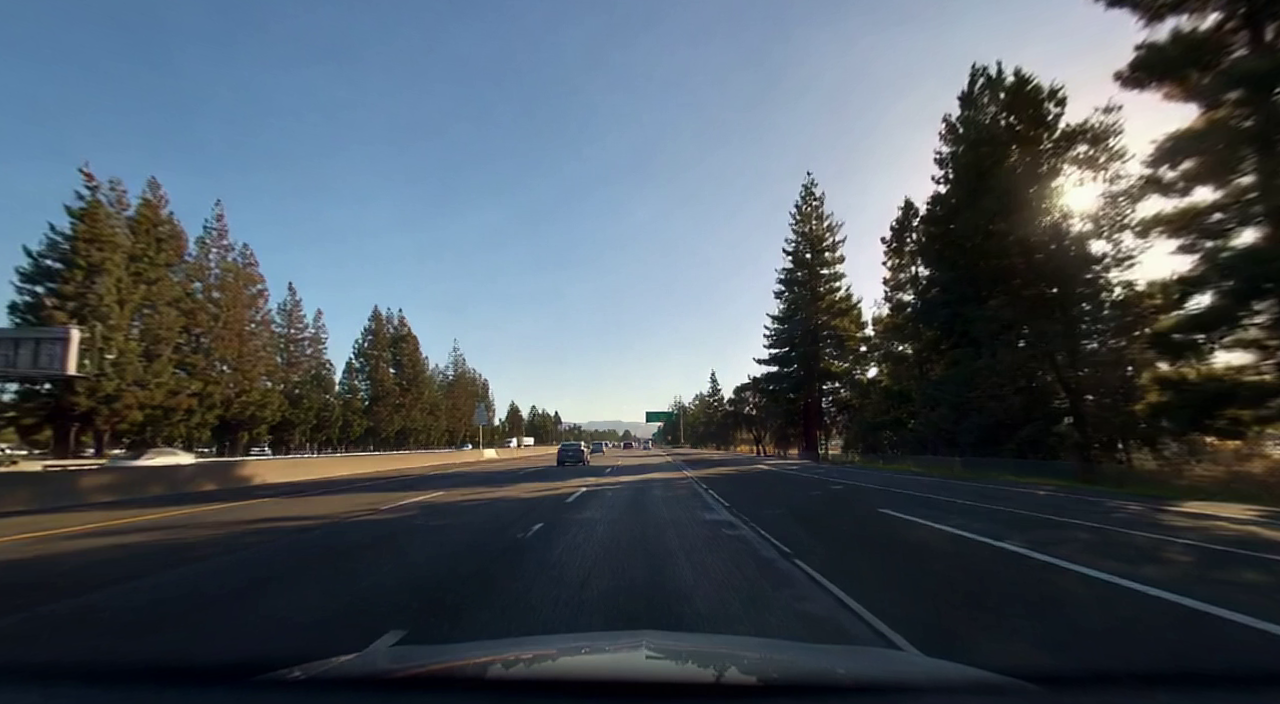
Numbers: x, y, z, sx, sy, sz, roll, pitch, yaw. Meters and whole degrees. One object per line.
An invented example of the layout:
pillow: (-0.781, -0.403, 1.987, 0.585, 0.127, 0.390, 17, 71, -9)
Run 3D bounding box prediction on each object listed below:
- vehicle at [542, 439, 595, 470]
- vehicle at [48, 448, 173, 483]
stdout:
vehicle: (-3.540, 5.176, 31.974, 2.128, 1.450, 4.078, 0, -8, 1)
vehicle: (-24.424, 5.218, 29.352, 1.908, 1.439, 4.448, 0, -8, 1)
